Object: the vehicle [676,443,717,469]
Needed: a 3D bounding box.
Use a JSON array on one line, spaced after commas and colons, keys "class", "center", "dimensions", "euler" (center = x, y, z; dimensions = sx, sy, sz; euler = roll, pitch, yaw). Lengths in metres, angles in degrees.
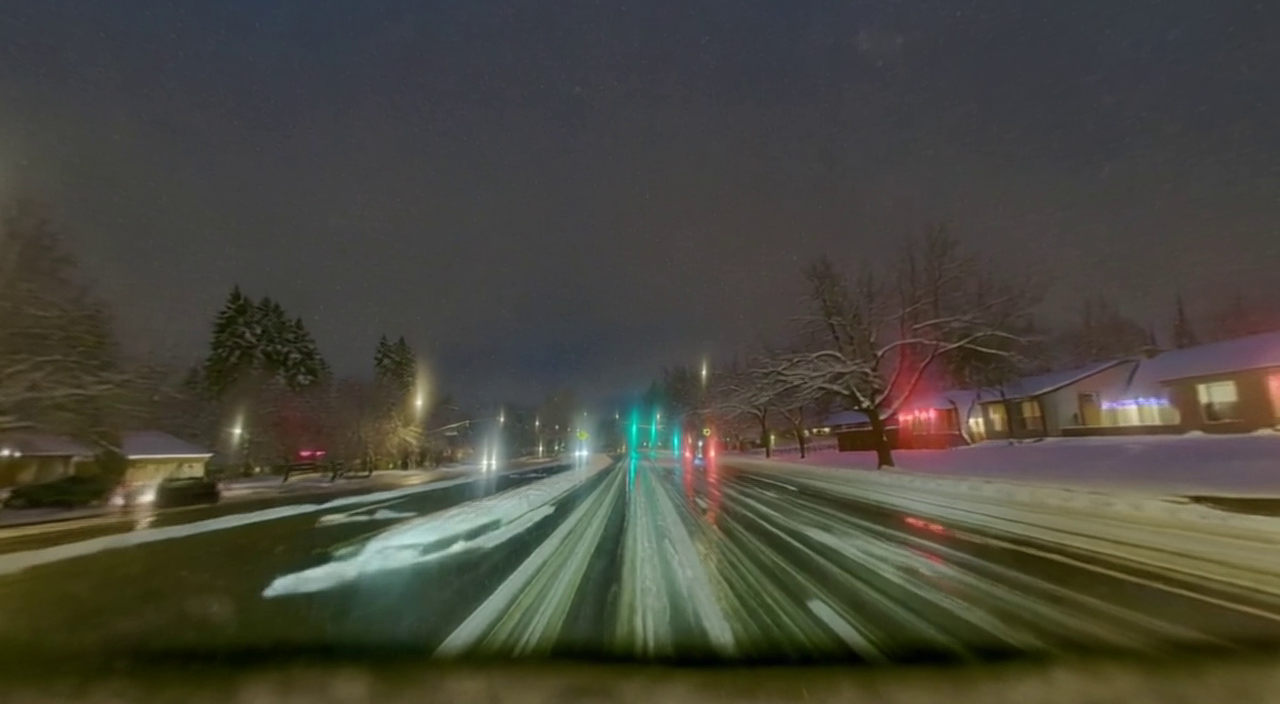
[{"class": "vehicle", "center": [3.266, 6.106, 37.199], "dimensions": [1.929, 1.411, 4.284], "euler": [0, -8, -1]}]
